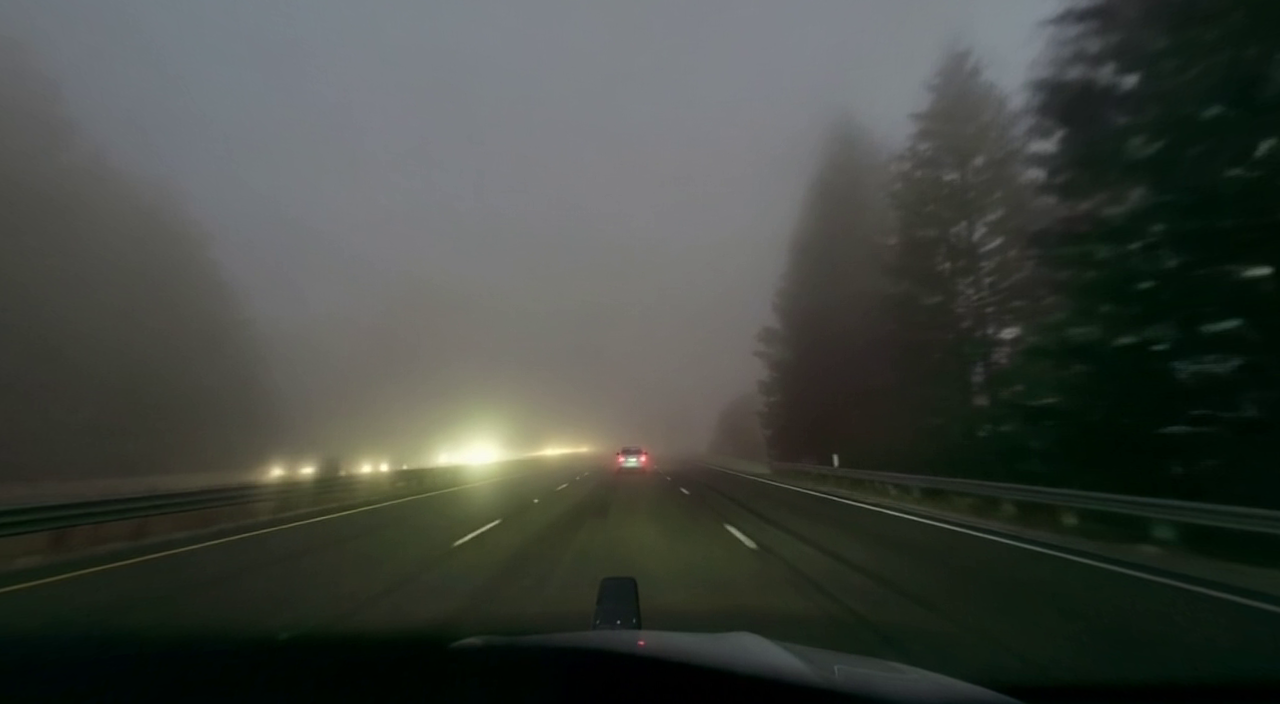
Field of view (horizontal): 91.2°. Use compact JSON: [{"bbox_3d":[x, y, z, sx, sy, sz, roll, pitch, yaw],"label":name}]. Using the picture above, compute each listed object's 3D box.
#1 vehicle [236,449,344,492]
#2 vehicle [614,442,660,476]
[{"bbox_3d":[-13.636,4.622,24.746,1.896,1.509,4.060,0,-9,0],"label":"vehicle"},{"bbox_3d":[-0.179,5.197,30.651,2.095,1.537,4.017,0,-9,-1],"label":"vehicle"}]
